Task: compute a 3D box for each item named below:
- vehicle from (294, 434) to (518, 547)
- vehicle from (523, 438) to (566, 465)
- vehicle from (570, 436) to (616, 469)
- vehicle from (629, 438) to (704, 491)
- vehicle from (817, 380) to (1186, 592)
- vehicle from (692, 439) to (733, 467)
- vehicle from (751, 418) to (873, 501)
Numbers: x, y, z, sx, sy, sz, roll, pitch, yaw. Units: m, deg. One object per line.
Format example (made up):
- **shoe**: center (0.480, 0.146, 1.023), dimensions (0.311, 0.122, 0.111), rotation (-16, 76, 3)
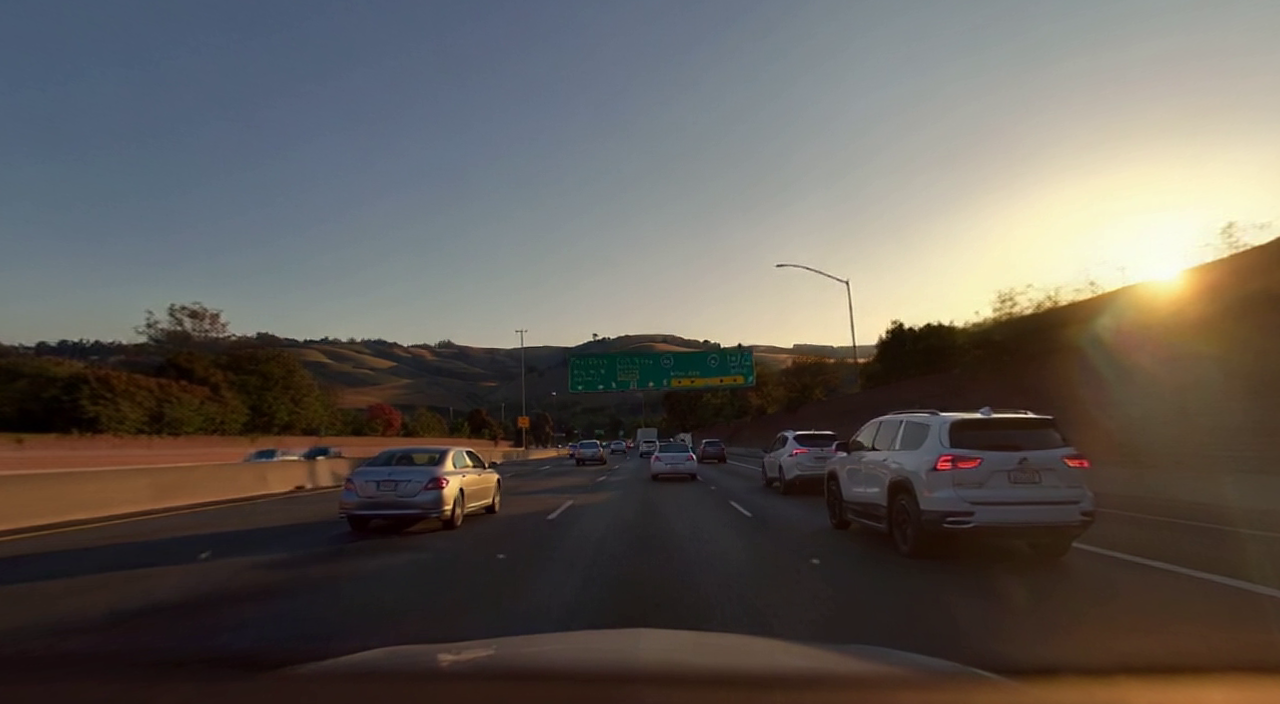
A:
- **vehicle**: center (-3.479, 2.121, 10.437), dimensions (1.961, 1.456, 4.362), rotation (0, -8, 1)
- **vehicle**: center (-6.594, 6.947, 44.072), dimensions (2.055, 1.751, 4.825), rotation (0, -8, 3)
- **vehicle**: center (-2.690, 5.930, 37.518), dimensions (2.154, 1.793, 4.736), rotation (0, -8, 3)
- **vehicle**: center (0.741, 3.437, 19.616), dimensions (2.105, 1.471, 3.978), rotation (0, -8, 0)
- **vehicle**: center (3.748, 1.473, 7.707), dimensions (1.930, 1.831, 4.344), rotation (0, -8, 1)
- **vehicle**: center (4.097, 5.732, 36.035), dimensions (1.855, 1.513, 3.915), rotation (0, -8, 0)
- **vehicle**: center (4.323, 2.771, 16.699), dimensions (1.970, 1.872, 4.575), rotation (0, -8, 0)
